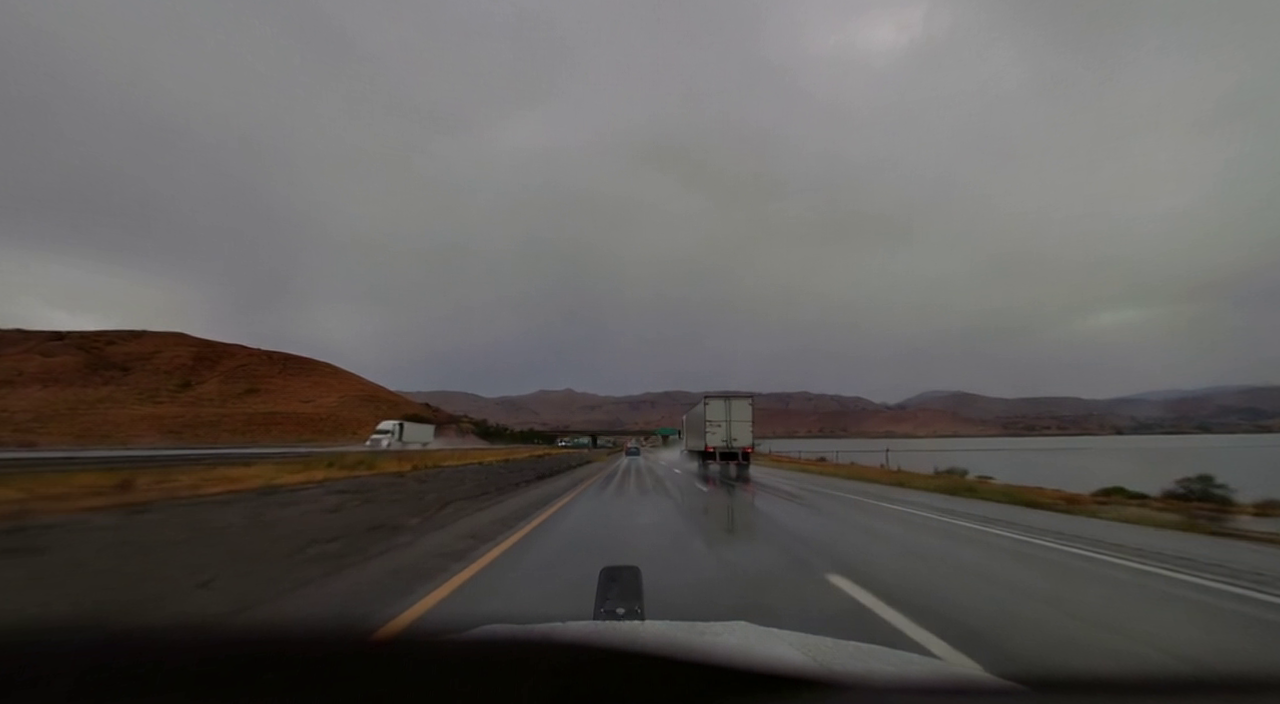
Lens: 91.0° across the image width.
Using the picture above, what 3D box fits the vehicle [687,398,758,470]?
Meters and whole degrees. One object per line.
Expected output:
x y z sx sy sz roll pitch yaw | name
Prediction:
5.150 5.632 42.178 3.035 4.005 13.454 0 -9 0 | vehicle
